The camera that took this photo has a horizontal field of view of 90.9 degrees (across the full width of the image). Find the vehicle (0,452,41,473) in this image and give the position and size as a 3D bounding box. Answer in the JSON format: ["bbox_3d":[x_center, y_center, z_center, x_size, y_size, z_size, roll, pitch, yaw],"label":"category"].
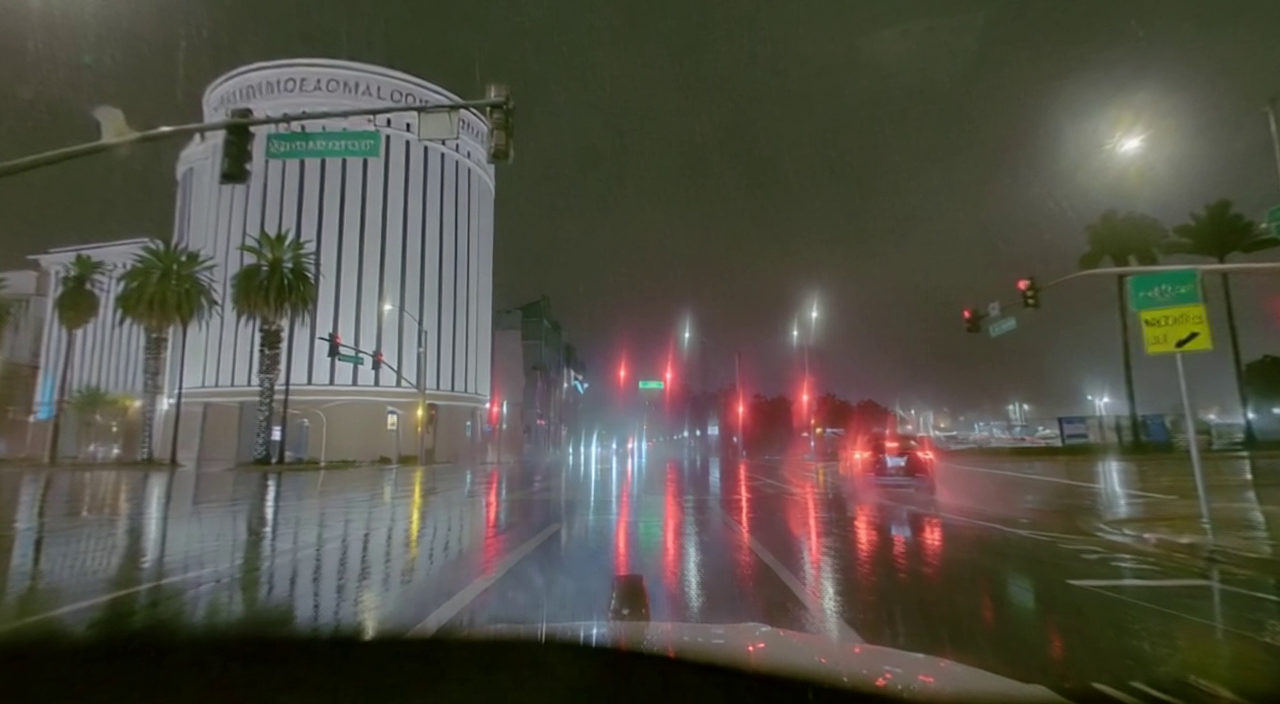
[{"bbox_3d":[-47.912,8.325,47.483,3.786,1.555,1.702,0,-8,2],"label":"vehicle"}]

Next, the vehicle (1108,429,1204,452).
[{"bbox_3d":[33.290,5.741,40.732,4.567,1.458,1.791,0,-8,1],"label":"vehicle"}]

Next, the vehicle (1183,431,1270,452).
[{"bbox_3d":[42.226,6.465,45.434,4.437,1.469,1.811,0,-8,0],"label":"vehicle"}]

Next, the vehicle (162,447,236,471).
[{"bbox_3d":[-33.089,8.019,47.324,4.136,1.661,1.857,0,-8,1],"label":"vehicle"}]

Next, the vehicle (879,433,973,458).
[{"bbox_3d":[17.032,5.576,37.656,4.684,1.461,1.777,0,-8,-1],"label":"vehicle"}]

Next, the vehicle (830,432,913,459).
[{"bbox_3d":[15.141,6.130,41.382,4.648,1.665,1.910,0,-8,-1],"label":"vehicle"}]

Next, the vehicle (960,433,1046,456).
[{"bbox_3d":[23.647,6.037,41.155,4.423,1.465,1.798,0,-8,0],"label":"vehicle"}]

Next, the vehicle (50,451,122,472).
[{"bbox_3d":[-41.603,8.225,47.353,3.698,1.467,1.779,0,-8,0],"label":"vehicle"}]
